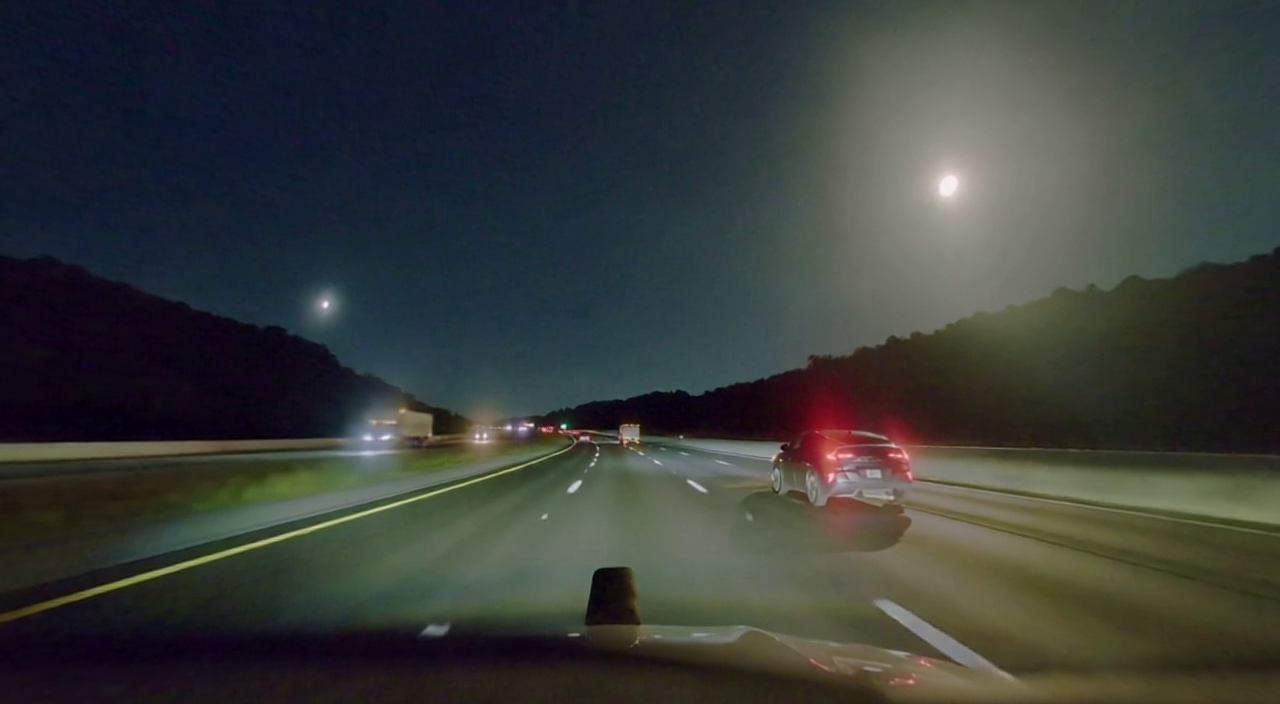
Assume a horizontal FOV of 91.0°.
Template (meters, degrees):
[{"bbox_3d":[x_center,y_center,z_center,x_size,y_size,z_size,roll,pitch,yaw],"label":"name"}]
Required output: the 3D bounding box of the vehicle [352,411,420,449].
[{"bbox_3d":[-17.422,5.453,43.555,2.344,2.468,5.976,0,-8,-2],"label":"vehicle"}]
